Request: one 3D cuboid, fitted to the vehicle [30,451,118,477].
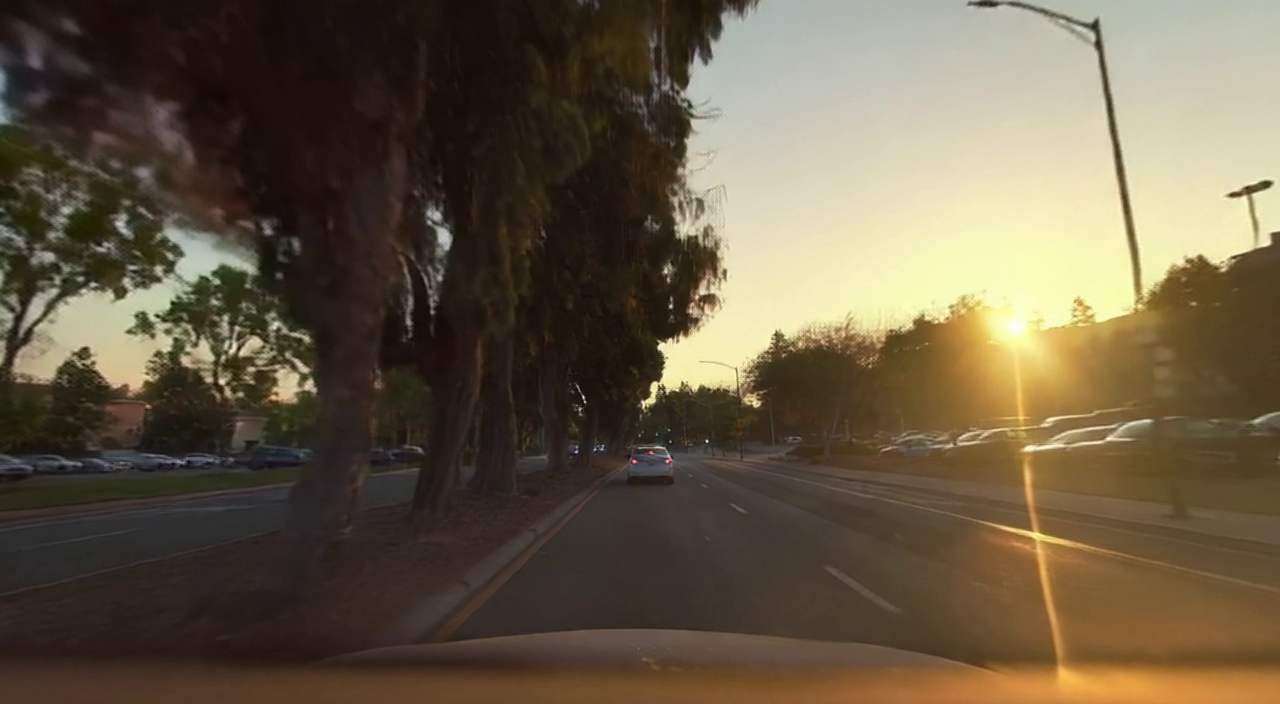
[{"bbox_3d":[-42.340,8.379,47.254,4.467,1.834,2.087,0,-8,-1],"label":"vehicle"}]

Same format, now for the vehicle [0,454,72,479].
[{"bbox_3d":[-43.029,8.050,44.482,4.057,1.666,1.849,0,-8,1],"label":"vehicle"}]

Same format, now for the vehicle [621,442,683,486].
[{"bbox_3d":[0.380,4.047,23.184,2.093,1.442,3.977,0,-8,-1],"label":"vehicle"}]
